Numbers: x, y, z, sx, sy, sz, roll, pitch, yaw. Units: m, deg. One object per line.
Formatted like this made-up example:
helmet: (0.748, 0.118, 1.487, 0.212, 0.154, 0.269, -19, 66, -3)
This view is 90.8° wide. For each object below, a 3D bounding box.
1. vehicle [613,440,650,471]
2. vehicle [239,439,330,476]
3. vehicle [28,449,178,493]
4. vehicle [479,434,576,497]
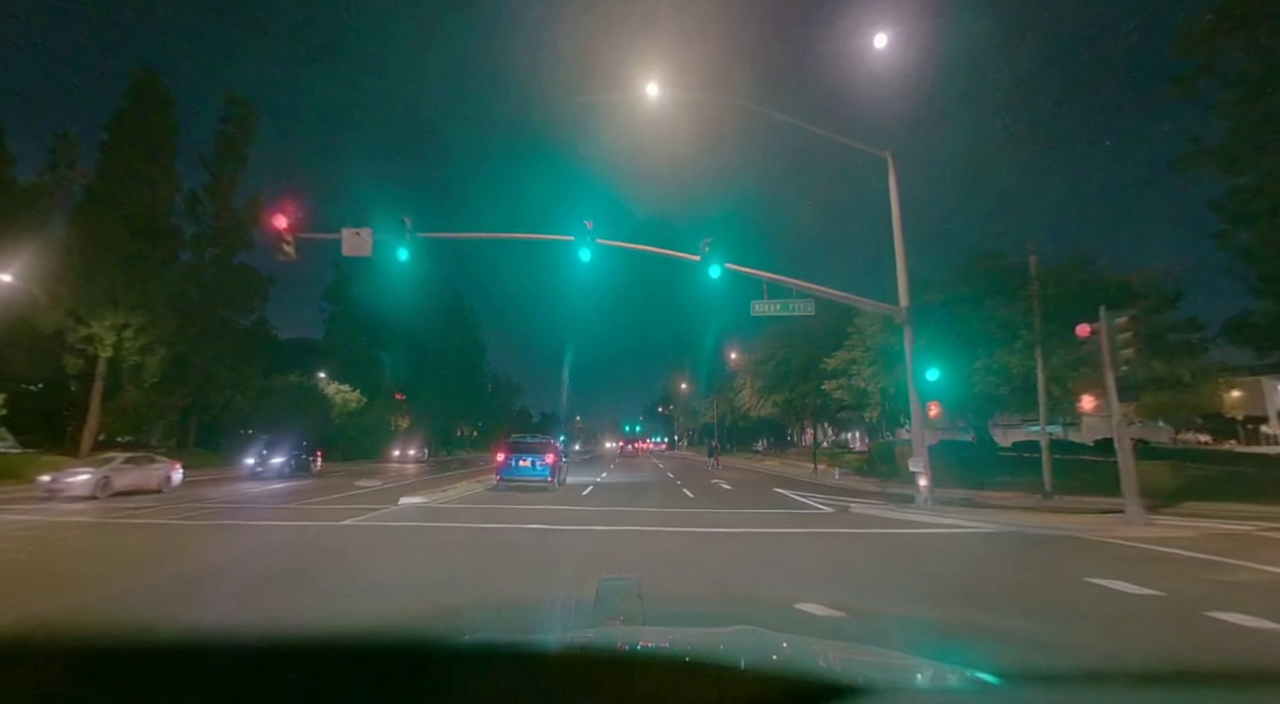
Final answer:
vehicle: (-0.522, 6.254, 38.284, 2.077, 1.773, 4.257, 0, -9, -1)
vehicle: (-19.571, 5.806, 35.089, 2.090, 1.868, 4.941, 0, -9, 0)
vehicle: (-19.805, 4.370, 23.610, 1.741, 1.434, 4.383, 0, -9, 0)
vehicle: (-3.333, 3.472, 19.648, 2.174, 1.703, 4.231, 0, -9, 1)
